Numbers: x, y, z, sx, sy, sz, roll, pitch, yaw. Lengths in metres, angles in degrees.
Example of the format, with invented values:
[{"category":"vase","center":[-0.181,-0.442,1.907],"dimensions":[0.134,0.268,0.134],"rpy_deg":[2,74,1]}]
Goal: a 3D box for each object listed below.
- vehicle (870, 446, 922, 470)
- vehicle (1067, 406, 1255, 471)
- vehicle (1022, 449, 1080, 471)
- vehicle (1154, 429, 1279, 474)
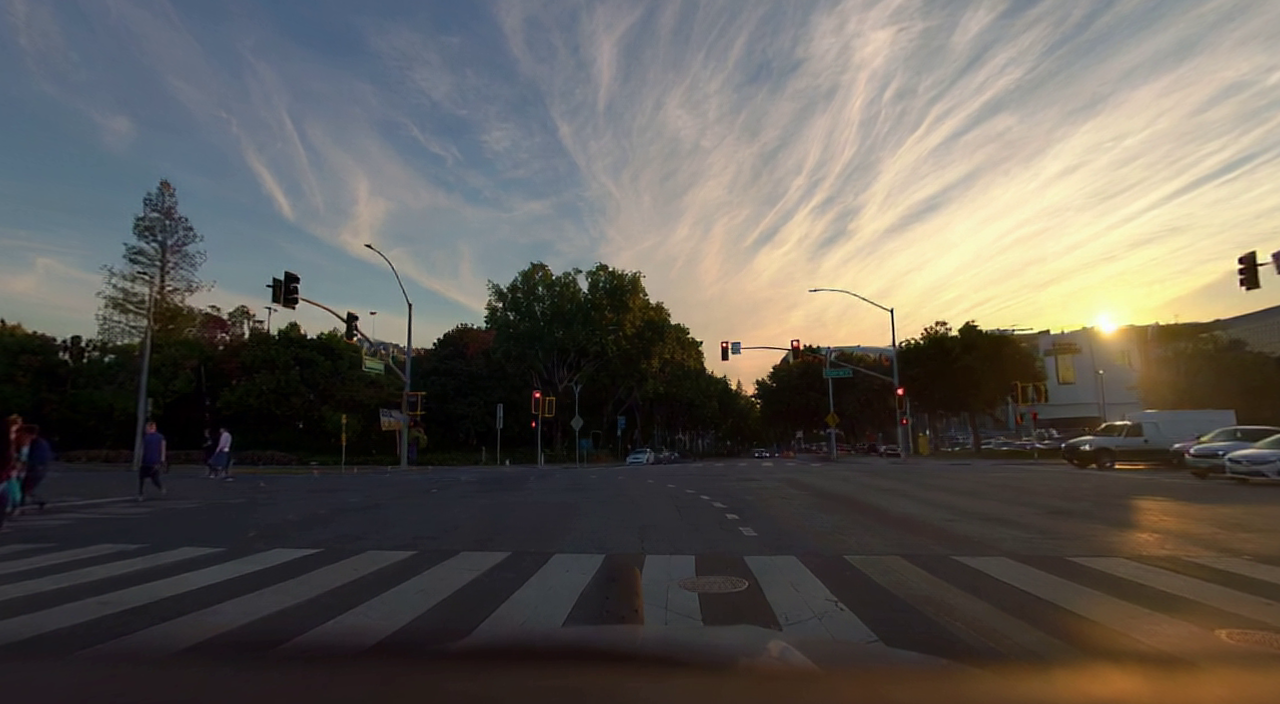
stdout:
[{"category":"vehicle","center":[17.518,7.245,43.497],"dimensions":[1.789,1.557,4.293],"rpy_deg":[0,-9,0]},{"category":"vehicle","center":[22.942,3.862,28.097],"dimensions":[5.855,2.746,2.523],"rpy_deg":[-1,-9,3]},{"category":"vehicle","center":[27.698,7.267,42.692],"dimensions":[1.589,1.405,3.633],"rpy_deg":[-1,-9,4]},{"category":"vehicle","center":[20.956,3.407,21.733],"dimensions":[4.740,1.464,1.876],"rpy_deg":[-1,-9,3]}]
